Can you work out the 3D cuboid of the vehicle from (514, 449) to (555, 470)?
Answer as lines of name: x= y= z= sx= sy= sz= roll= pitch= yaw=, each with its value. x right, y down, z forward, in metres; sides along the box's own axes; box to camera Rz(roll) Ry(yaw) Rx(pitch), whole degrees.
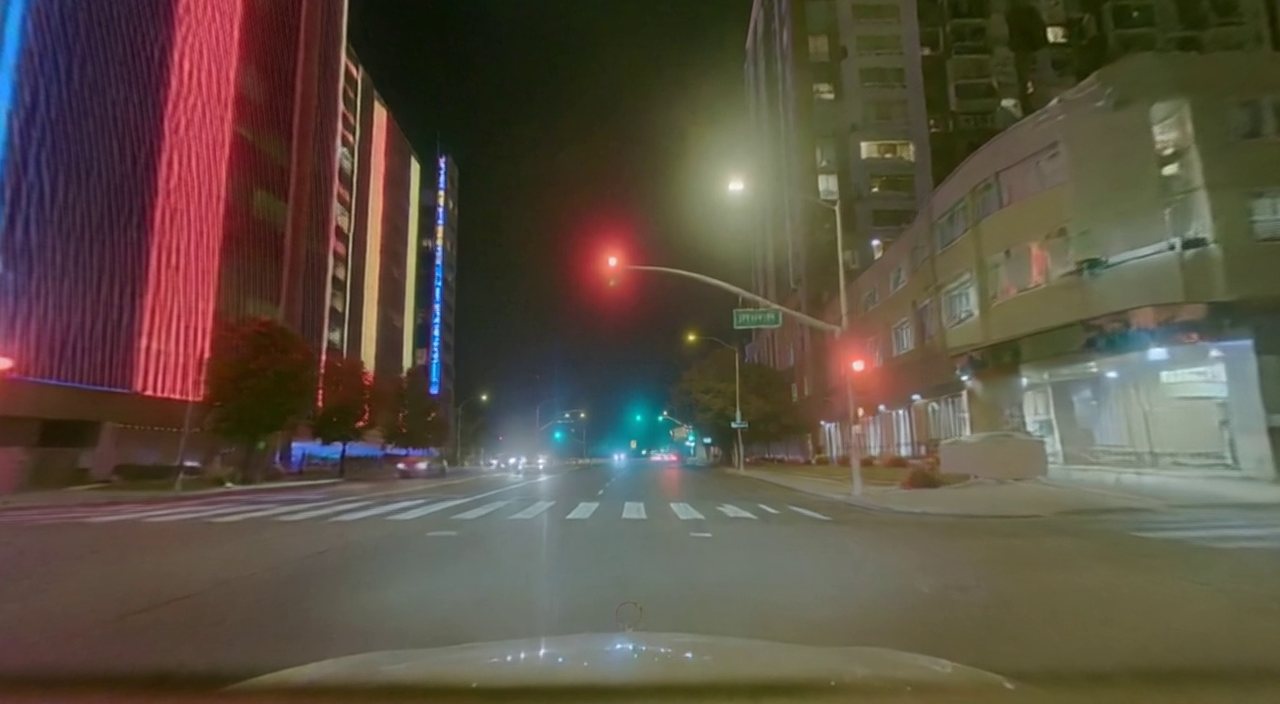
vehicle: x=-7.926 y=8.107 z=47.758 sx=1.939 sy=1.482 sz=4.673 roll=-1 pitch=-9 yaw=5

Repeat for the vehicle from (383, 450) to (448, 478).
vehicle: x=-12.900 y=6.449 z=36.531 sx=1.965 sy=1.474 sz=4.376 roll=-1 pitch=-9 yaw=4
